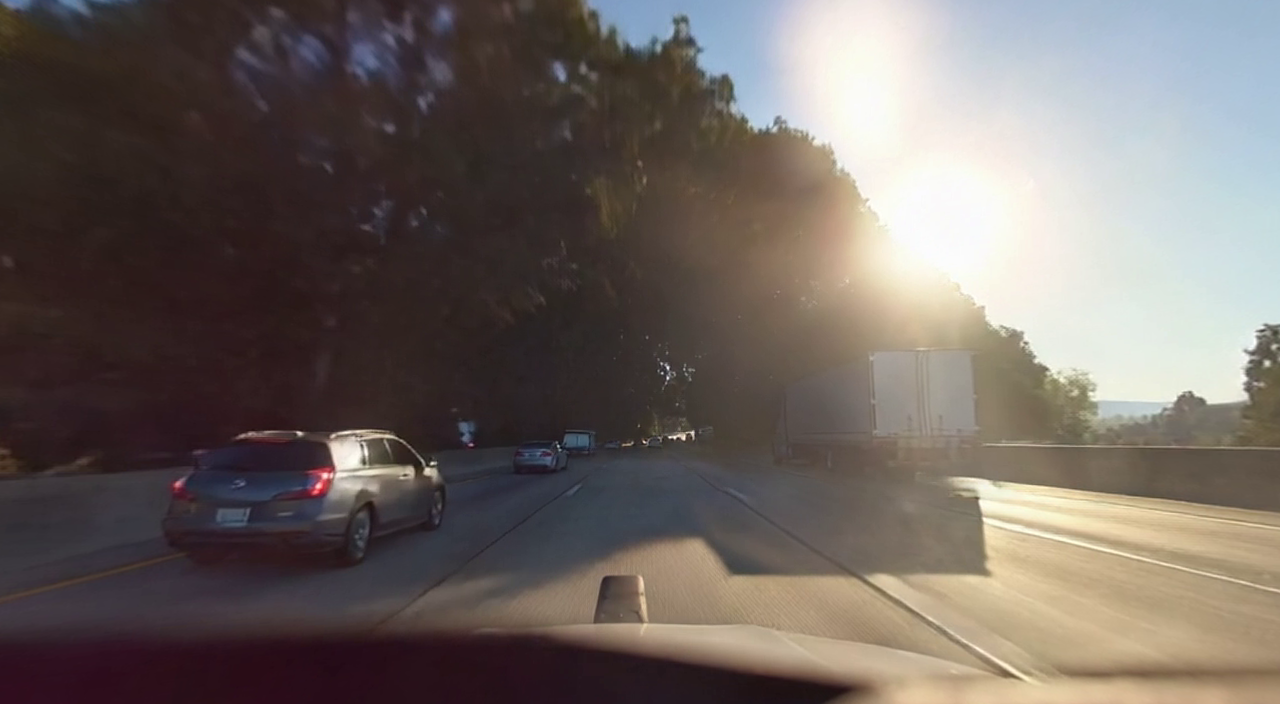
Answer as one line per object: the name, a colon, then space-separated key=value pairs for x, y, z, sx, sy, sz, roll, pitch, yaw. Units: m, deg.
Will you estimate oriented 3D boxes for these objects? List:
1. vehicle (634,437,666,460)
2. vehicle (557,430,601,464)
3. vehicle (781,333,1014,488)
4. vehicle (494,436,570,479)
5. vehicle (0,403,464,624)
vehicle: x=0.614 y=6.328 z=41.494 sx=2.004 sy=1.465 sz=3.842 roll=0 pitch=-8 yaw=0
vehicle: x=-3.395 y=5.412 z=36.020 sx=2.064 sy=1.826 sz=4.263 roll=0 pitch=-8 yaw=1
vehicle: x=8.312 y=2.461 z=23.635 sx=2.866 sy=4.100 sz=14.057 roll=0 pitch=-8 yaw=0
vehicle: x=-3.912 y=3.866 z=23.518 sx=2.013 sy=1.460 sz=4.027 roll=0 pitch=-8 yaw=1
vehicle: x=-3.602 y=1.474 z=6.806 sx=2.137 sy=1.618 sz=4.209 roll=0 pitch=-8 yaw=1
